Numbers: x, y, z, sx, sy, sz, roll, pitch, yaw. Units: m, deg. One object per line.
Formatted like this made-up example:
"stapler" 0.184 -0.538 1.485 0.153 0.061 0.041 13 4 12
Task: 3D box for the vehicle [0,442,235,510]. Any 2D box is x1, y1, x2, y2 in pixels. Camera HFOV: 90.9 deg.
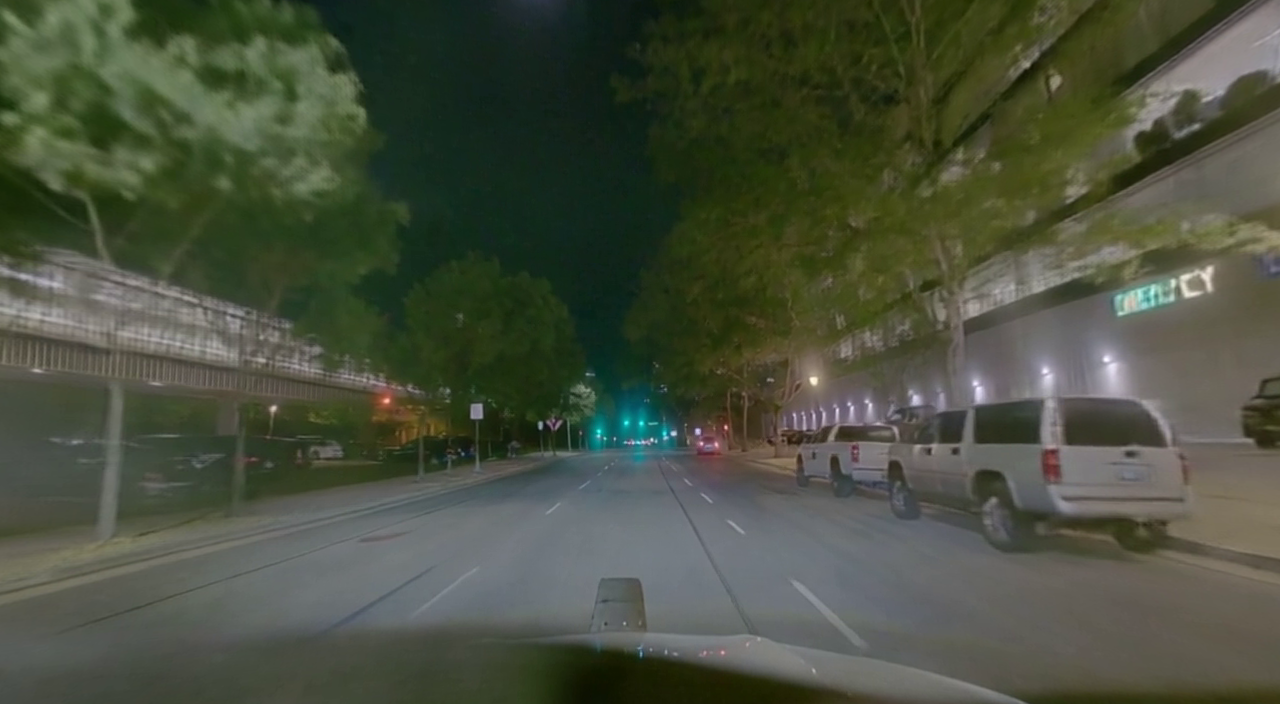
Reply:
"vehicle" -13.138 2.950 15.229 5.269 1.491 2.133 -1 -8 2

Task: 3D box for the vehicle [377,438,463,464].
"vehicle" -14.548 6.600 42.000 4.954 1.614 2.227 0 -9 -5

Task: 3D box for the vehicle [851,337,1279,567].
"vehicle" 5.751 1.529 10.071 2.596 2.509 6.178 0 -8 0
